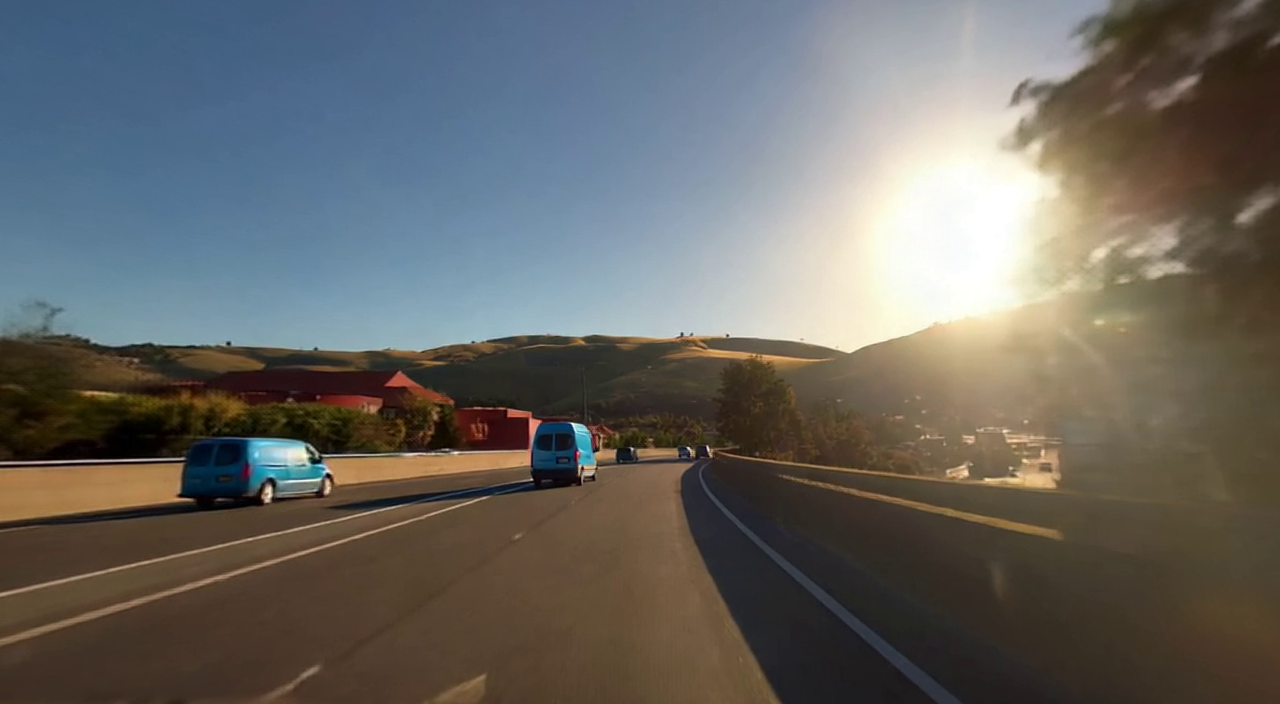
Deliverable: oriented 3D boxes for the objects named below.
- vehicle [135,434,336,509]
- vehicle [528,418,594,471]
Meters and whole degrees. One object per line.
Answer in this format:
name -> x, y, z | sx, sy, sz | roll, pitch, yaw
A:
vehicle -> -9.420, 2.788, 15.248 | 1.821, 1.524, 4.342 | 0, -8, 2
vehicle -> -4.331, 5.288, 35.945 | 2.314, 2.703, 6.441 | -1, -9, 6
